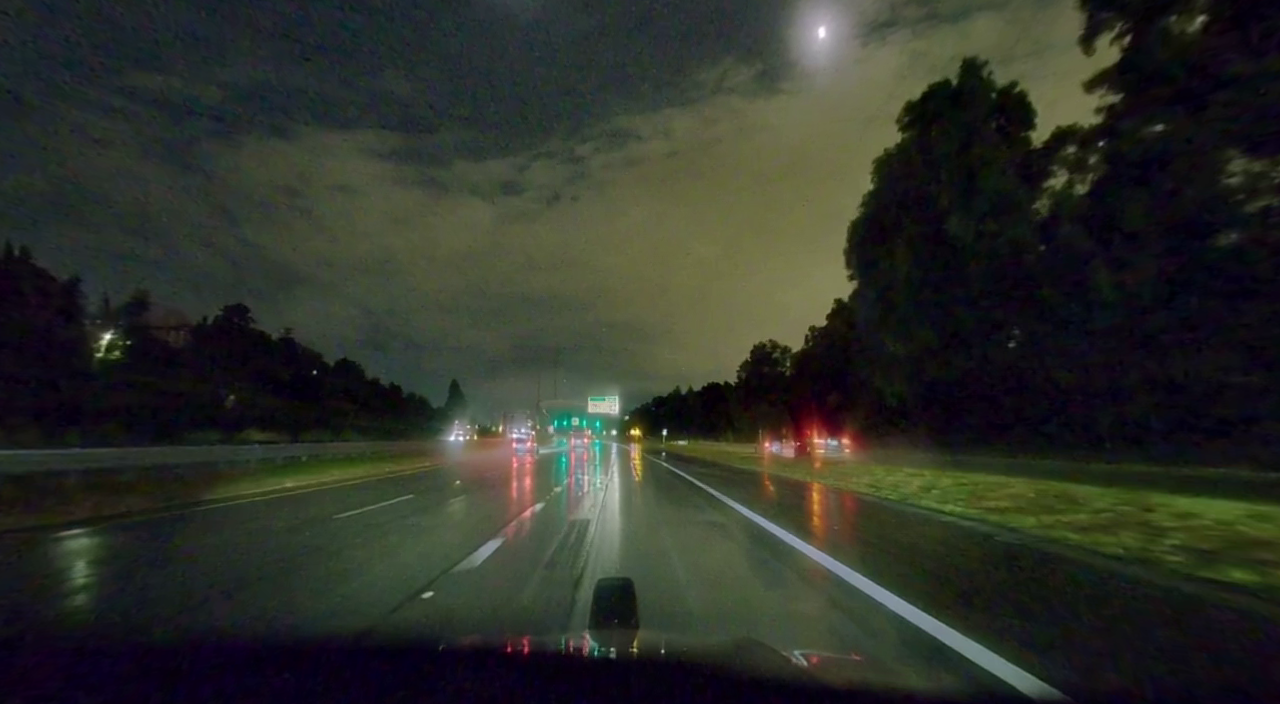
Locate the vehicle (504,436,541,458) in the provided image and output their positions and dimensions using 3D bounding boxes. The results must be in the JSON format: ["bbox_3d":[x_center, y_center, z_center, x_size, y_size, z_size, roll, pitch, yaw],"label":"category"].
[{"bbox_3d":[-9.103,7.393,49.119,2.381,1.553,4.244,0,-8,-4],"label":"vehicle"}]
